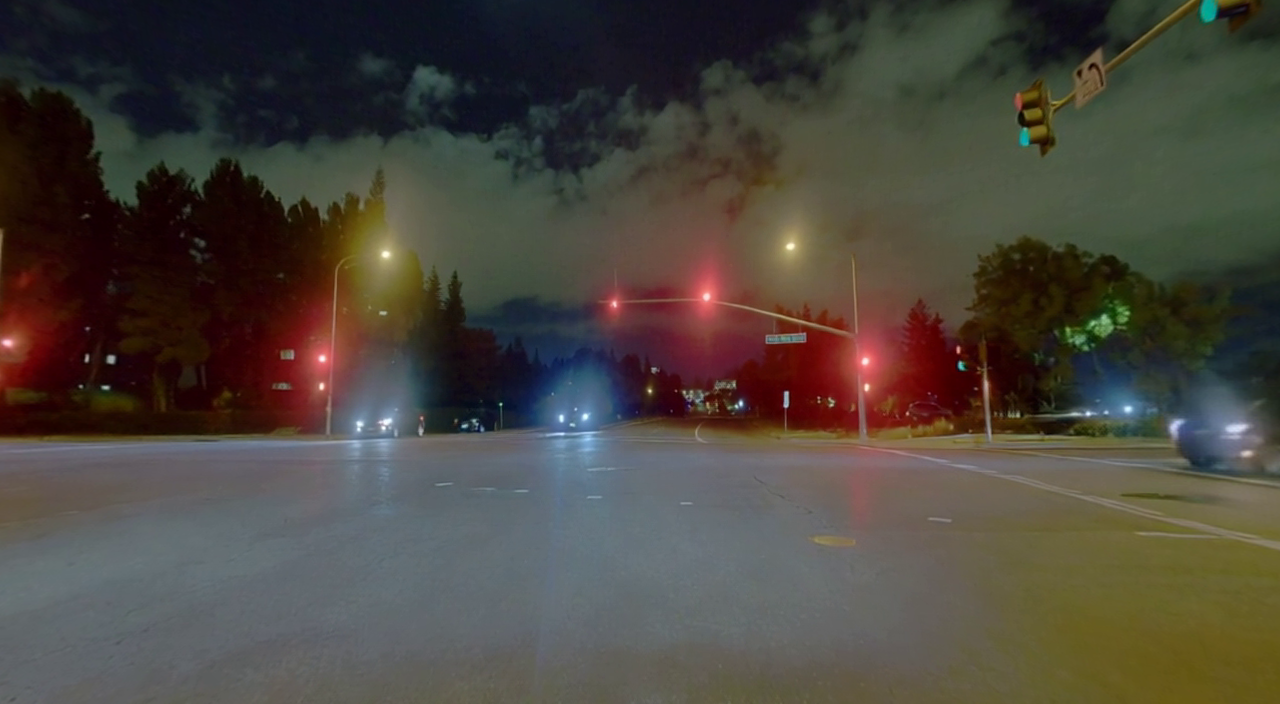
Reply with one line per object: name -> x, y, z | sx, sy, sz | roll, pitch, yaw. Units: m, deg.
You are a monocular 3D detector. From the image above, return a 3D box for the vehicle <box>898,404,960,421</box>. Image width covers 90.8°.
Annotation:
vehicle -> 22.290, 4.683, 48.861 | 3.933, 1.219, 1.700 | 0, -9, 4

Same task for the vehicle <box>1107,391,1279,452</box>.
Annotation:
vehicle -> 16.348, 2.032, 18.181 | 4.201, 1.663, 1.848 | -1, -8, 3

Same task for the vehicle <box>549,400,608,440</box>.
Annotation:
vehicle -> -3.225, 3.800, 34.521 | 2.306, 1.907, 5.382 | -1, -8, 4

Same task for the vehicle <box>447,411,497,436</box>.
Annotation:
vehicle -> -11.028, 4.777, 41.779 | 1.899, 1.510, 4.294 | -1, -8, 4

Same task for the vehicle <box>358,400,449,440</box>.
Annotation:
vehicle -> -12.316, 3.666, 33.346 | 2.340, 1.902, 4.920 | -1, -9, 8
